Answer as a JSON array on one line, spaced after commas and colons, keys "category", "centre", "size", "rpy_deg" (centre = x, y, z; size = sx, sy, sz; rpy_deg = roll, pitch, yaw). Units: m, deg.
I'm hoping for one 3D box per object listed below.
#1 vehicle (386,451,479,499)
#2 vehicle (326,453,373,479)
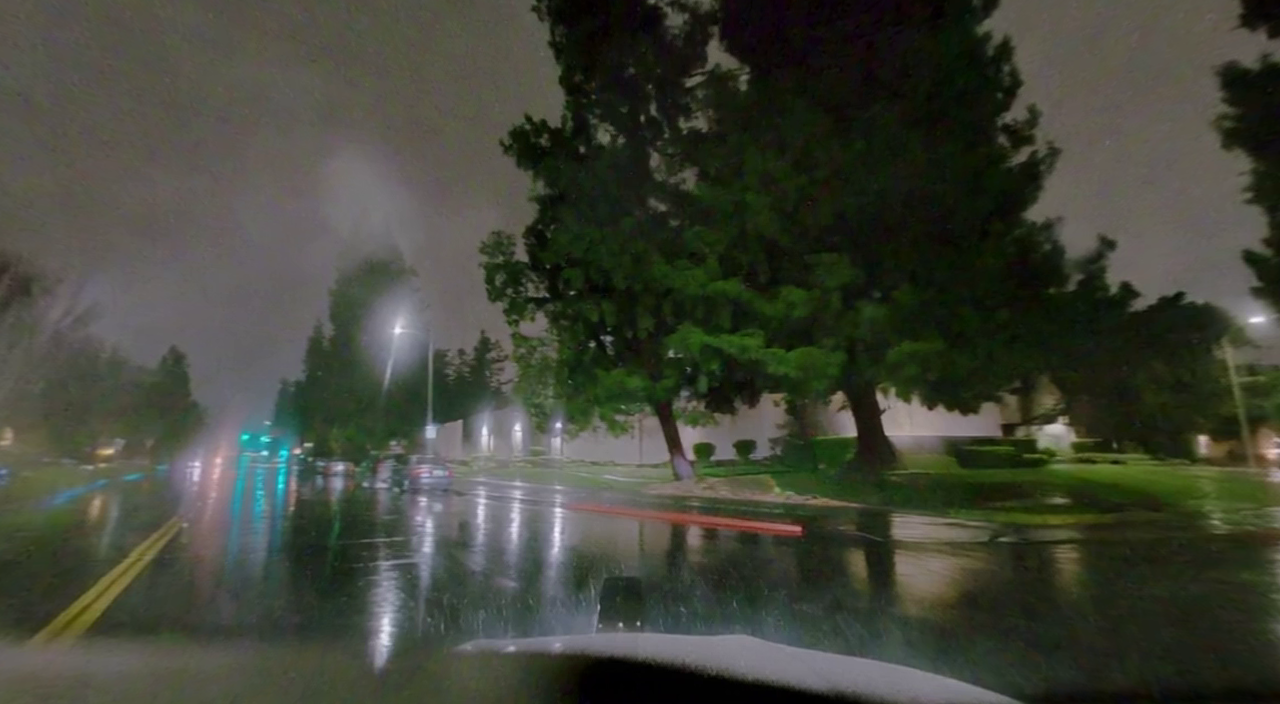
[{"category": "vehicle", "centre": [-7.789, 4.470, 23.424], "size": [1.933, 1.528, 5.006], "rpy_deg": [5, -10, -33]}, {"category": "vehicle", "centre": [-19.291, 7.502, 41.749], "size": [1.952, 1.538, 5.215], "rpy_deg": [5, -10, -33]}]
